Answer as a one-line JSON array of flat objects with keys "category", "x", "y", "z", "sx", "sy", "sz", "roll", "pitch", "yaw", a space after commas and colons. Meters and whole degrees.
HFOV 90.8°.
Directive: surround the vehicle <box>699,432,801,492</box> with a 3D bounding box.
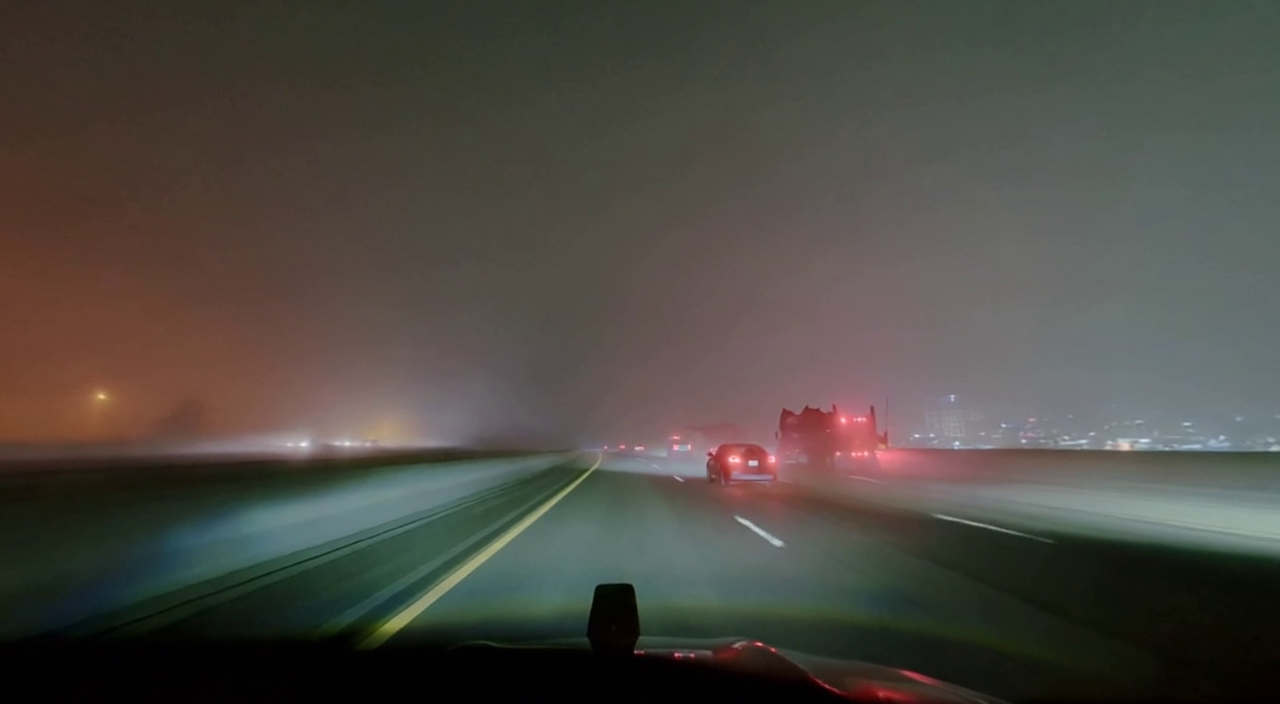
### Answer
[{"category": "vehicle", "x": 3.401, "y": 3.531, "z": 20.607, "sx": 2.305, "sy": 1.729, "sz": 4.526, "roll": 0, "pitch": -8, "yaw": -3}]
